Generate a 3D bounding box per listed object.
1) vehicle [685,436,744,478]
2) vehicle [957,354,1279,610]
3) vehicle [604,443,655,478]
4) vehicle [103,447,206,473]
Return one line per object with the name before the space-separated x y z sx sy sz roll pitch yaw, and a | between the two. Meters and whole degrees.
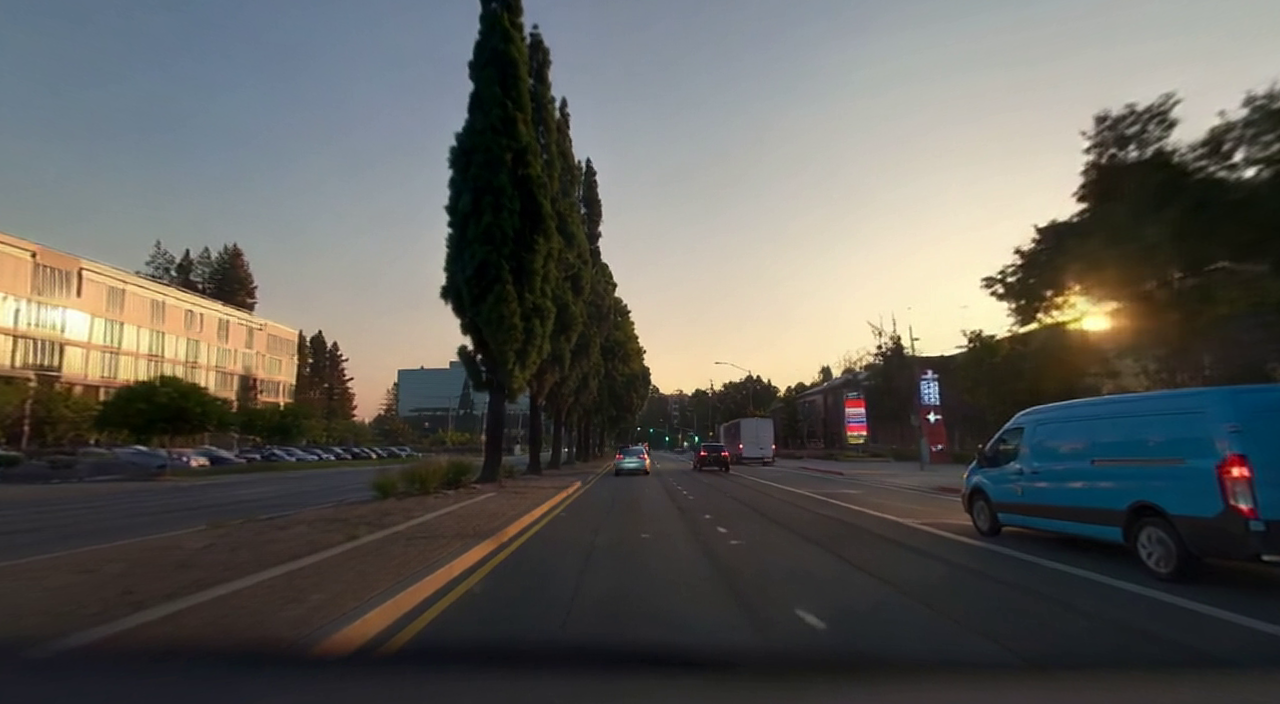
vehicle | 3.238 4.665 28.235 2.047 1.711 4.265 0 -8 -1
vehicle | 6.639 1.450 7.744 2.573 2.127 5.568 0 -8 0
vehicle | -0.465 4.790 28.198 2.095 1.456 3.873 0 -8 -1
vehicle | -29.742 6.620 38.754 4.761 1.522 1.968 -1 -10 3
